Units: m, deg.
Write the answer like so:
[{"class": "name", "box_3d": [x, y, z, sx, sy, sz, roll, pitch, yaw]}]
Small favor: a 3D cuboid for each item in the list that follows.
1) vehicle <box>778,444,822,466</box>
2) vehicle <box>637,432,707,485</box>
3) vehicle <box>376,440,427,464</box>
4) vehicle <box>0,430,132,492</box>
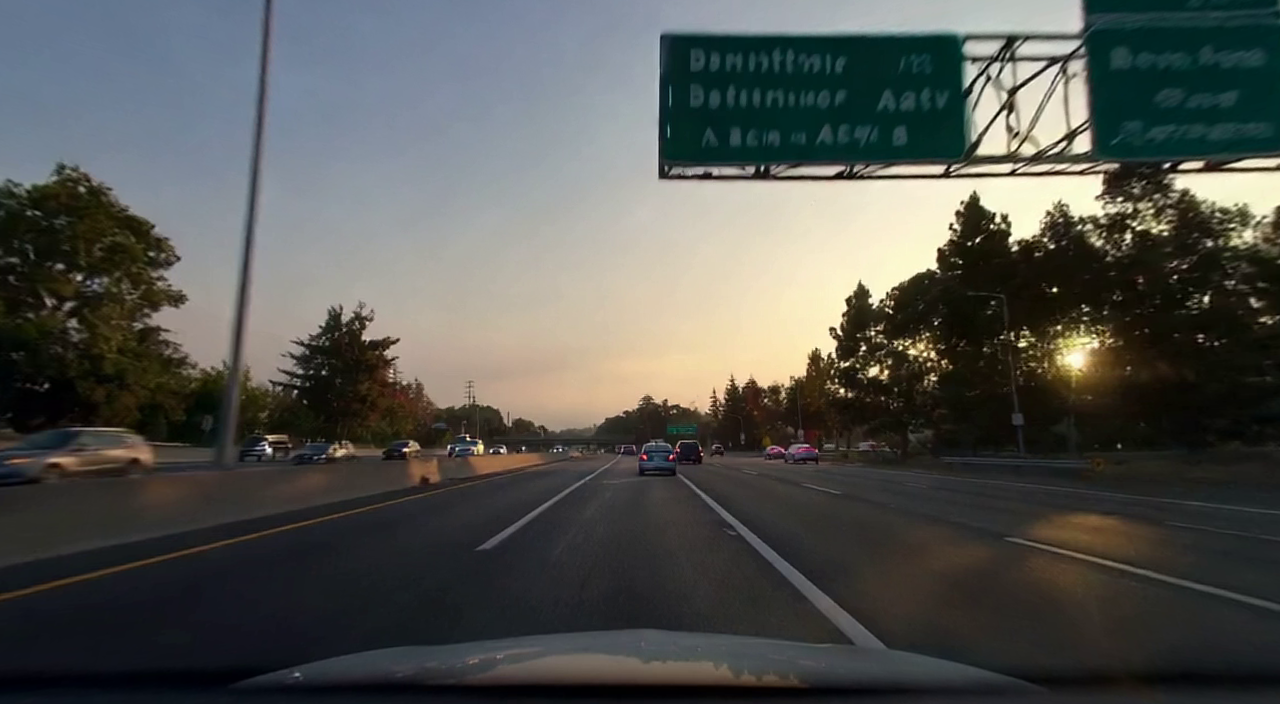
[{"class": "vehicle", "box_3d": [11.088, 7.143, 44.032, 1.872, 1.459, 4.502, 0, -8, 0]}, {"class": "vehicle", "box_3d": [1.031, 3.798, 22.780, 2.105, 1.711, 4.293, 0, -8, -2]}, {"class": "vehicle", "box_3d": [-18.672, 7.832, 49.600, 2.118, 1.761, 4.873, 0, -8, 0]}, {"class": "vehicle", "box_3d": [-18.283, 3.262, 19.167, 1.965, 1.662, 4.370, 0, -8, 0]}]
